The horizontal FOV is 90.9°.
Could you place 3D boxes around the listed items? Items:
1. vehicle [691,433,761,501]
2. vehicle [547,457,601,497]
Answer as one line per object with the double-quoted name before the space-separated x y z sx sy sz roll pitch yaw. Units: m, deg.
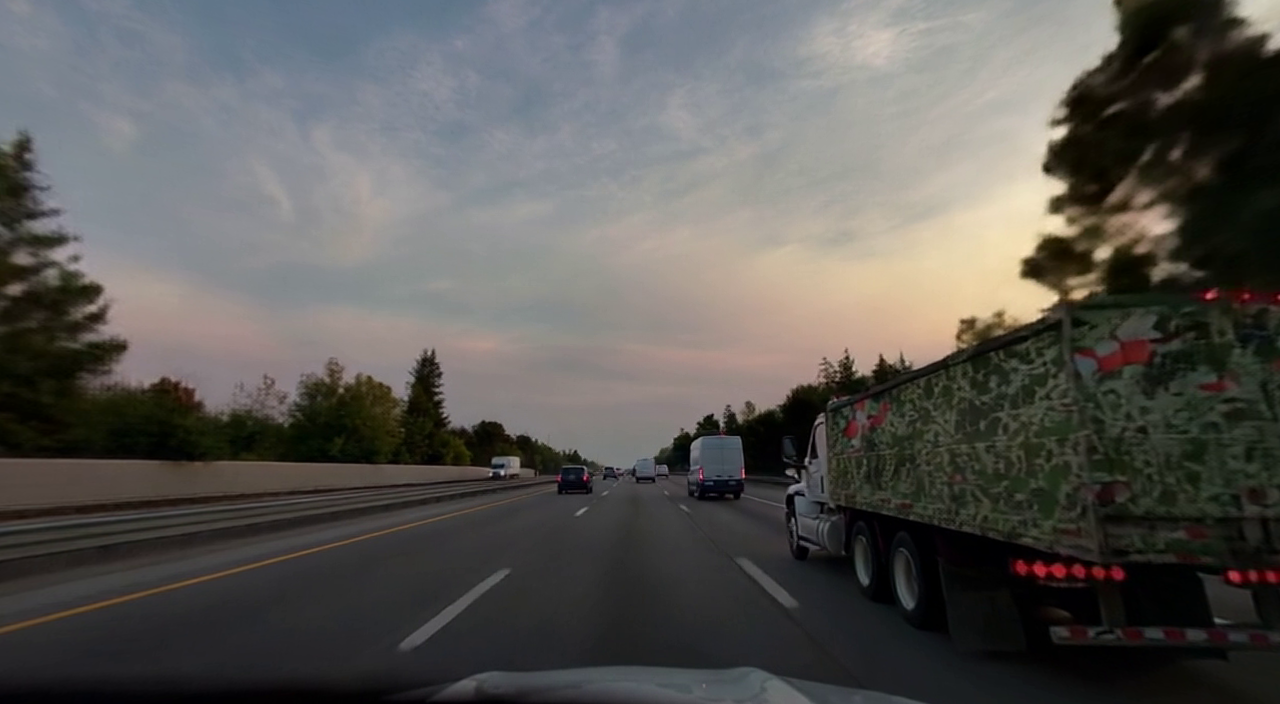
"vehicle" 4.078 5.665 31.090 2.703 2.988 5.097 1 -11 0
"vehicle" -3.311 6.459 32.621 2.204 1.852 4.661 1 -11 0
